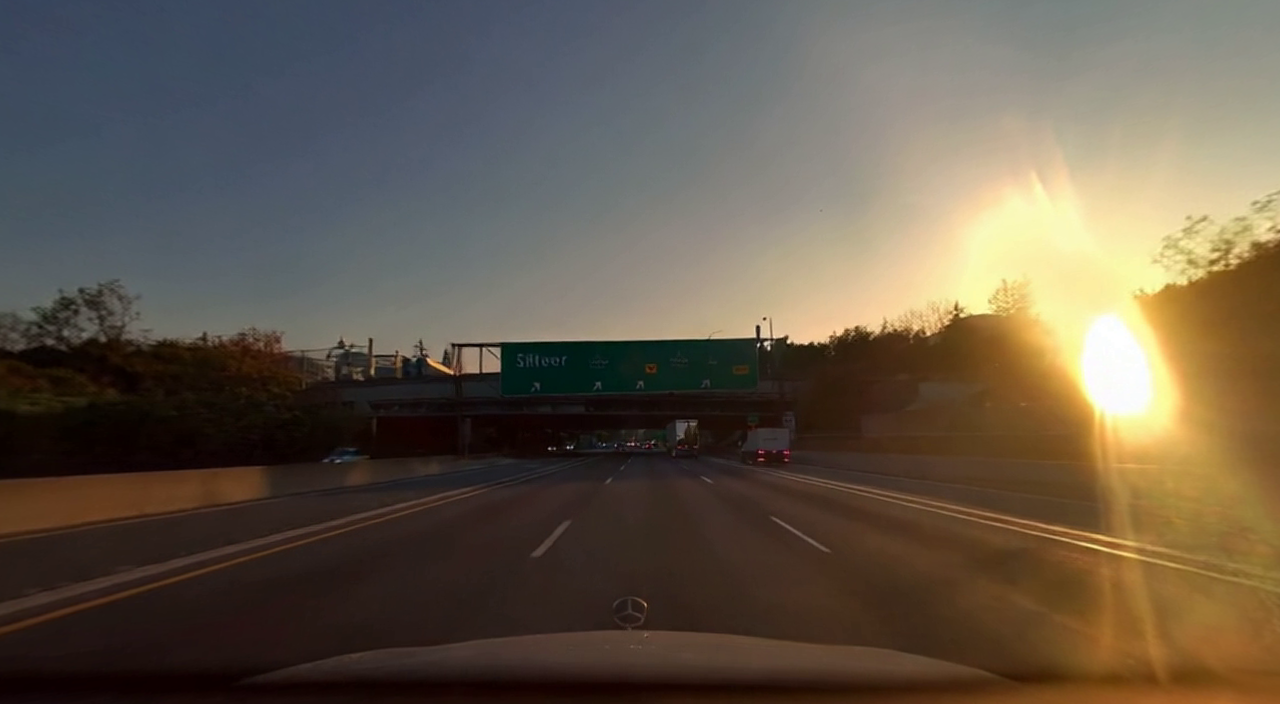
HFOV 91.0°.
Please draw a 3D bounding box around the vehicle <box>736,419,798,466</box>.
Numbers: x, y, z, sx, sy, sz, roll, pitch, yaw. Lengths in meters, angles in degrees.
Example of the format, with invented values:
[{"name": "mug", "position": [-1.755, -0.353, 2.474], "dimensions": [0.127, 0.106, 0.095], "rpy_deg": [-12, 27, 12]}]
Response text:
[{"name": "vehicle", "position": [8.073, 5.871, 40.808], "dimensions": [2.474, 2.730, 7.349], "rpy_deg": [0, -8, 0]}]
